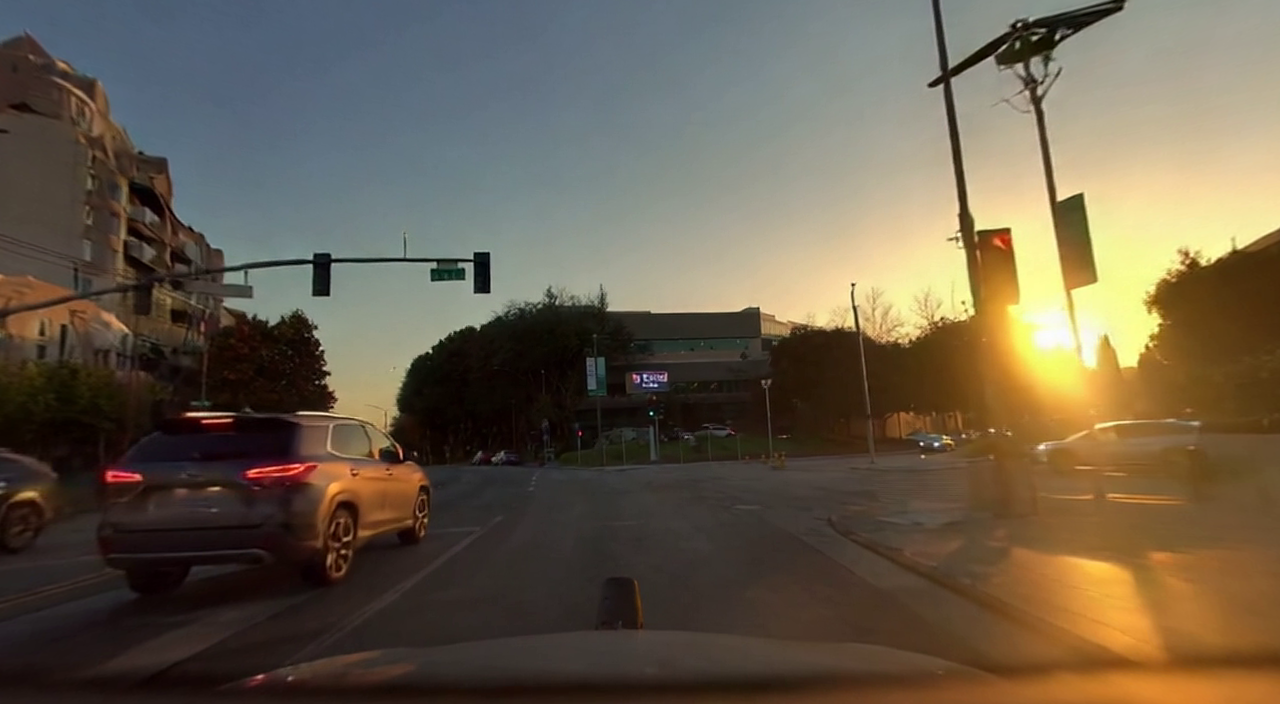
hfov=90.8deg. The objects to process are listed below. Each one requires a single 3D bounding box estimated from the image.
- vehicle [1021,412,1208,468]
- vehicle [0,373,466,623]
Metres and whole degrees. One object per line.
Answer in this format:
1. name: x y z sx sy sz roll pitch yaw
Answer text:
1. vehicle: 16.745 3.192 22.692 4.857 1.803 2.147 -4 -10 23
2. vehicle: -3.734 1.429 7.164 2.134 1.799 5.082 0 -9 -1
